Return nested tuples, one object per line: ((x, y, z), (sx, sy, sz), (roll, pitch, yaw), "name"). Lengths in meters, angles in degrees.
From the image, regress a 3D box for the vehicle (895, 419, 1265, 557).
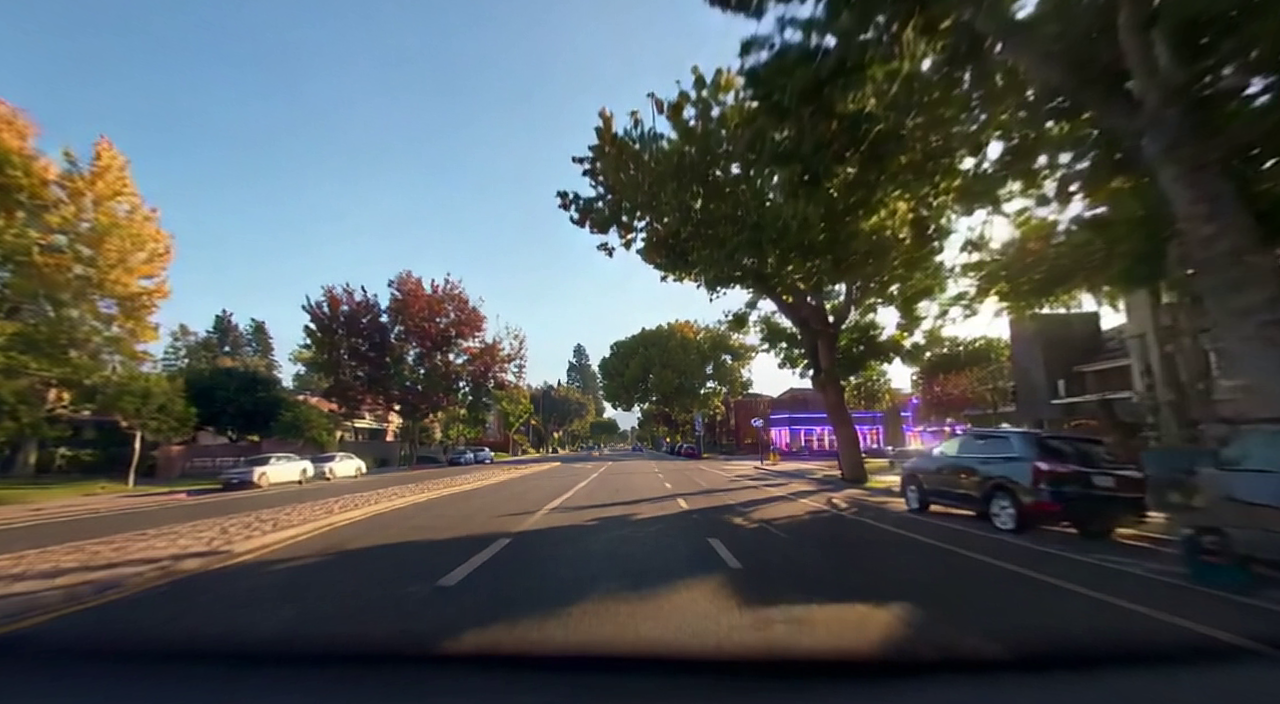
((7.372, 2.360, 11.891), (2.610, 1.915, 6.019), (0, -9, 0), "vehicle")

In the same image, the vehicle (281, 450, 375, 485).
((-14.782, 5.476, 30.290), (2.124, 1.501, 4.807), (0, -9, -1), "vehicle")

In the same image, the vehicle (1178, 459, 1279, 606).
((7.314, 1.615, 5.041), (1.845, 1.428, 4.668), (0, -9, -2), "vehicle")

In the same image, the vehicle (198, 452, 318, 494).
((-14.852, 4.705, 24.913), (1.836, 1.473, 4.413), (0, -9, 2), "vehicle")
